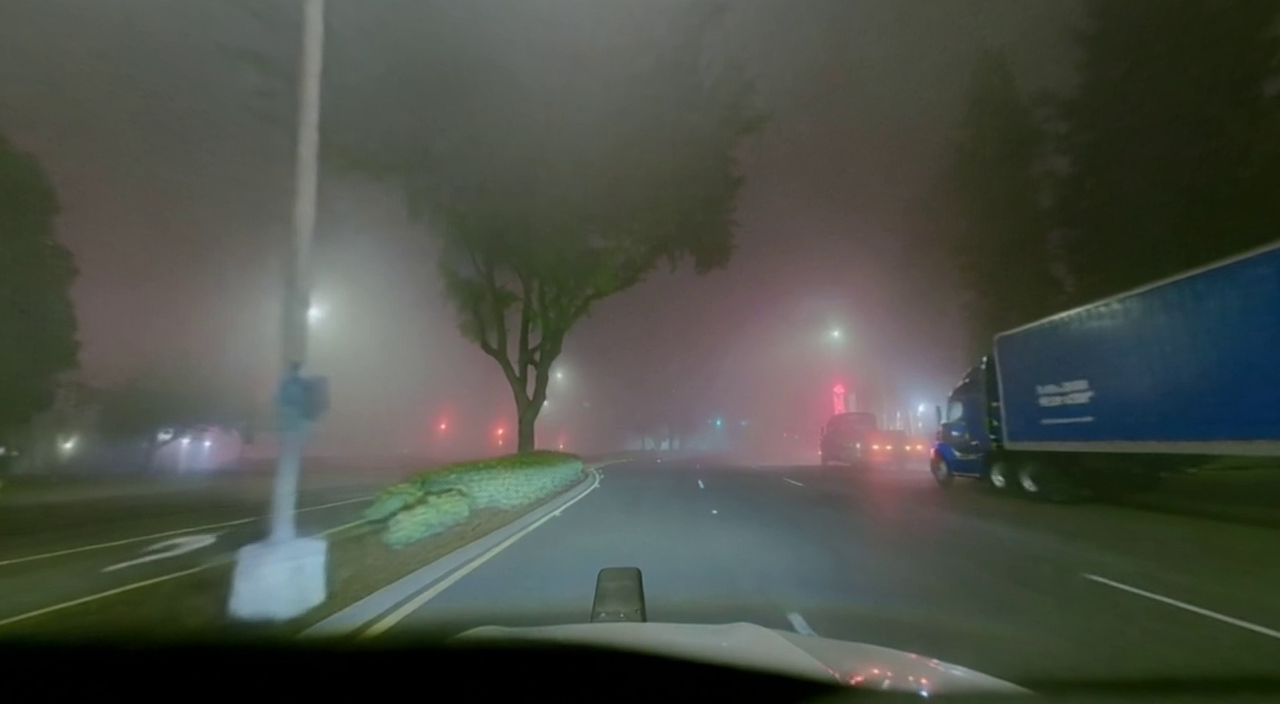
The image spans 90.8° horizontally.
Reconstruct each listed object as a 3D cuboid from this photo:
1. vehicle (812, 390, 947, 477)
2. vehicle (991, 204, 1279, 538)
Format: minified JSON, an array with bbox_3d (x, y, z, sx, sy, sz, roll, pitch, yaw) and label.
[{"bbox_3d":[11.154,4.069,30.999,2.946,3.506,10.682,-1,-8,3],"label":"vehicle"},{"bbox_3d":[10.002,0.010,6.738,2.907,4.439,17.681,0,-8,2],"label":"vehicle"}]
